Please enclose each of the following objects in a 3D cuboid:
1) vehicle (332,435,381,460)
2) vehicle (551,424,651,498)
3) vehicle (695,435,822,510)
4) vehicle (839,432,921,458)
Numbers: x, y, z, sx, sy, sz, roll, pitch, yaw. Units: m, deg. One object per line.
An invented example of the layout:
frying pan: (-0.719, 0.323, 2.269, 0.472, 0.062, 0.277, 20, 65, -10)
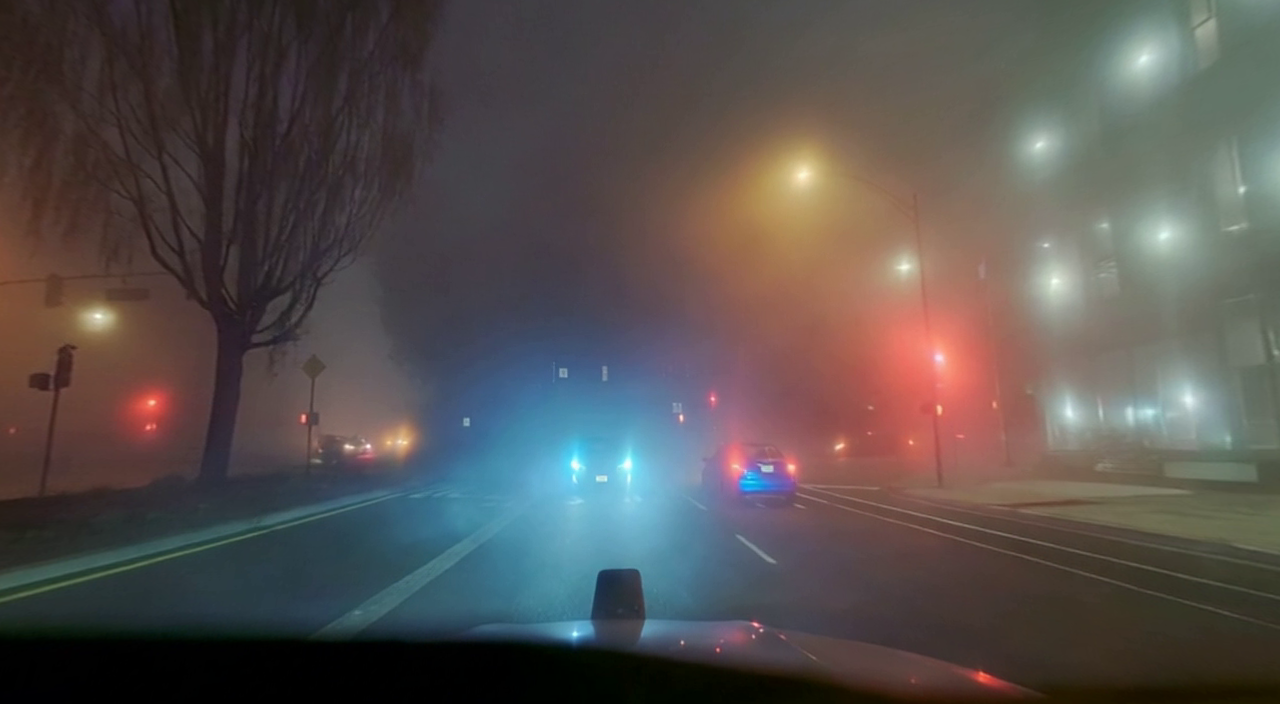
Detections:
vehicle: (-20.711, 7.033, 46.368, 2.207, 1.765, 4.569, 2, -9, -11)
vehicle: (-1.077, 2.869, 16.884, 2.317, 1.713, 4.231, 1, -9, -5)
vehicle: (2.581, 2.763, 14.938, 1.918, 1.479, 4.468, 1, -9, -3)
vehicle: (16.882, 6.583, 44.691, 5.023, 1.756, 2.001, -1, -9, 8)
